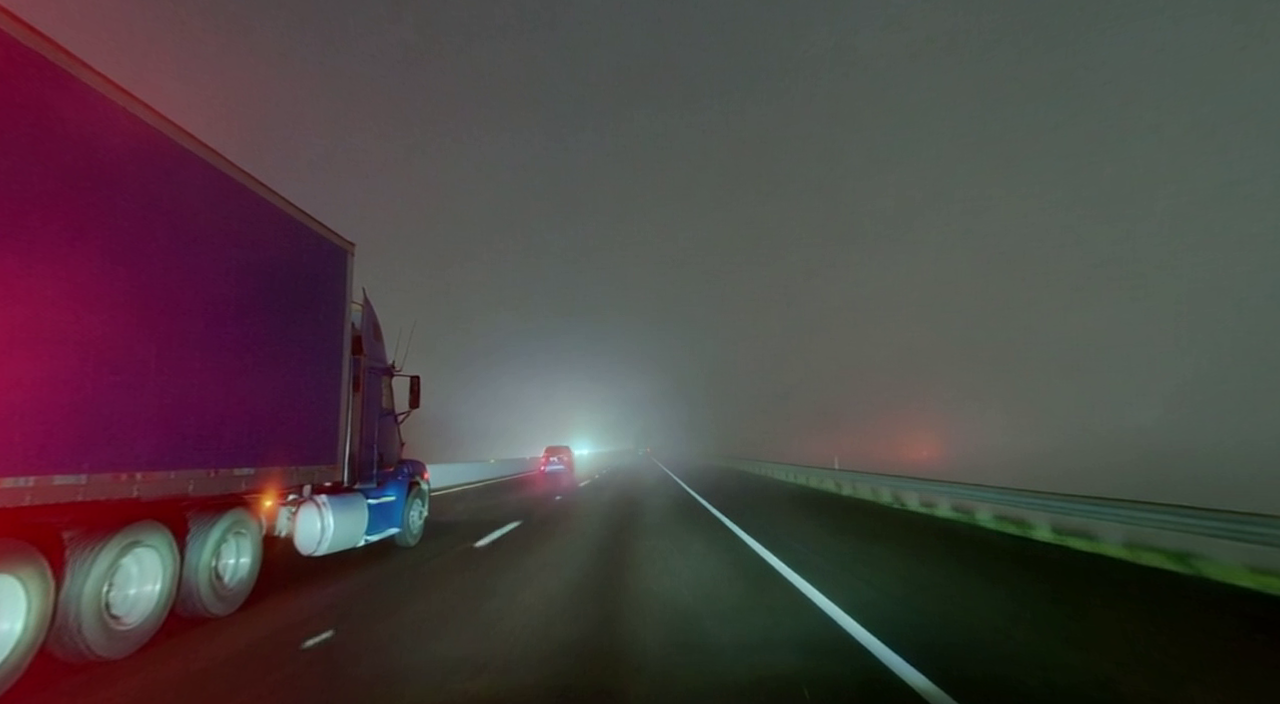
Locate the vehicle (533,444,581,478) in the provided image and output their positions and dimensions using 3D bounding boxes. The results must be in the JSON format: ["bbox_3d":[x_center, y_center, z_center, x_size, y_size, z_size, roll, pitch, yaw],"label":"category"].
[{"bbox_3d":[-4.077,5.399,31.526,1.880,1.569,3.714,0,-9,-1],"label":"vehicle"}]
